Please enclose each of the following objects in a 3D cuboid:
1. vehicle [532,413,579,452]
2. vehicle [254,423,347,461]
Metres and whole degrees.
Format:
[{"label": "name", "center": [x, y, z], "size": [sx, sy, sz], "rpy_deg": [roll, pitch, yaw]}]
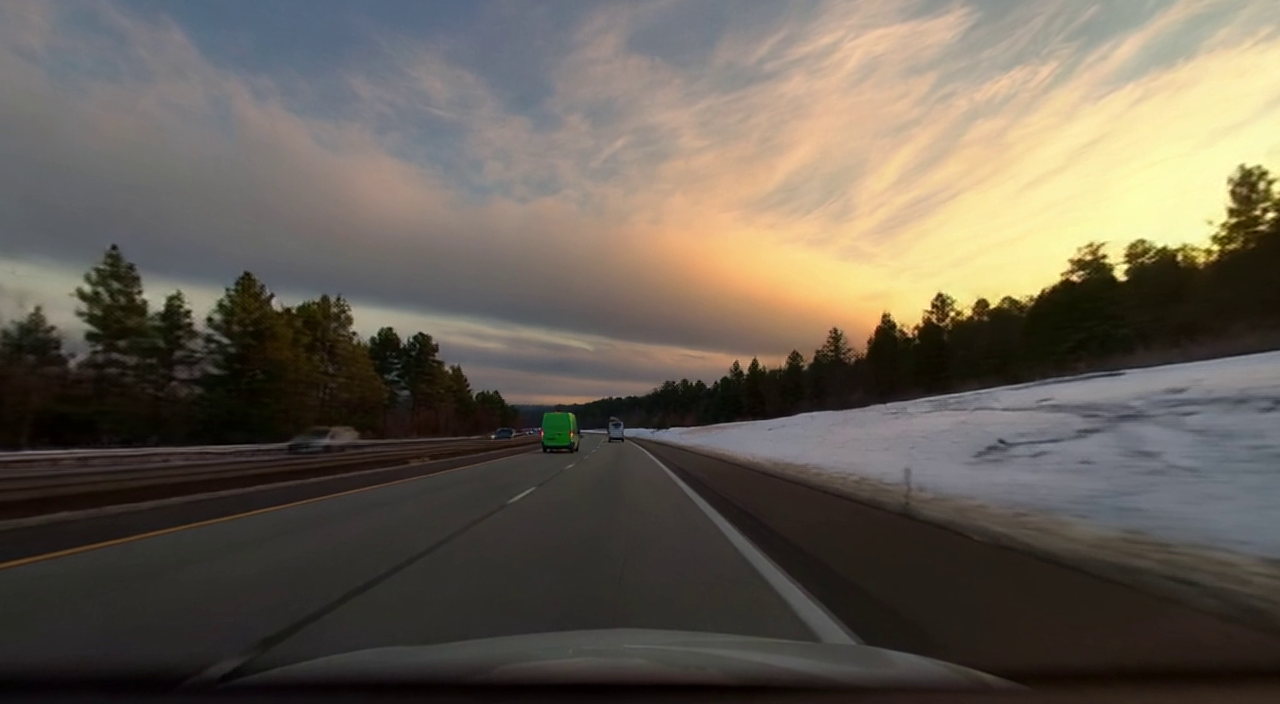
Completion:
[{"label": "vehicle", "center": [-5.737, 5.615, 43.628], "size": [2.561, 2.509, 5.465], "rpy_deg": [0, -8, -1]}, {"label": "vehicle", "center": [-15.478, 4.117, 28.925], "size": [1.875, 1.585, 4.297], "rpy_deg": [0, -8, 0]}]
